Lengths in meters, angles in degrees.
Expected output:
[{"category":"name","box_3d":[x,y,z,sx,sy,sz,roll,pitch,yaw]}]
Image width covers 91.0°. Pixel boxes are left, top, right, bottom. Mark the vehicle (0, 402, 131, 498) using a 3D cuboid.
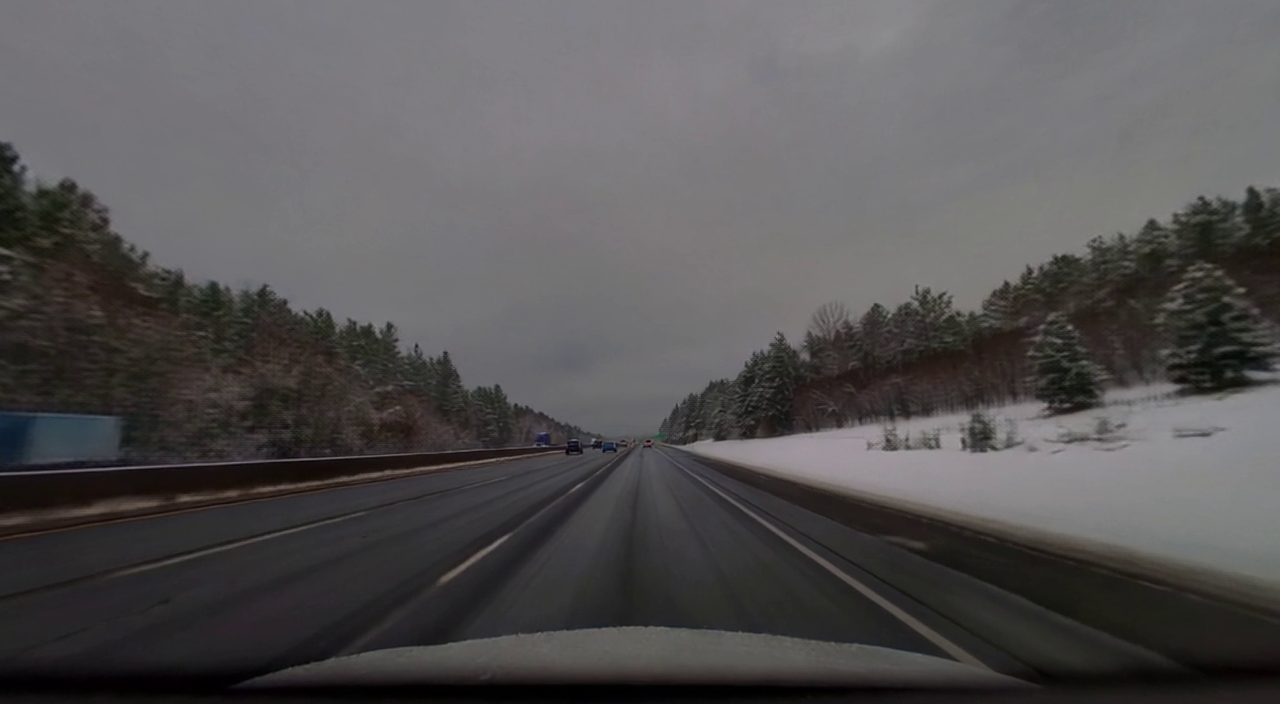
[{"category":"vehicle","box_3d":[-23.467,3.613,23.346,2.770,3.292,7.462,0,-8,1]}]
